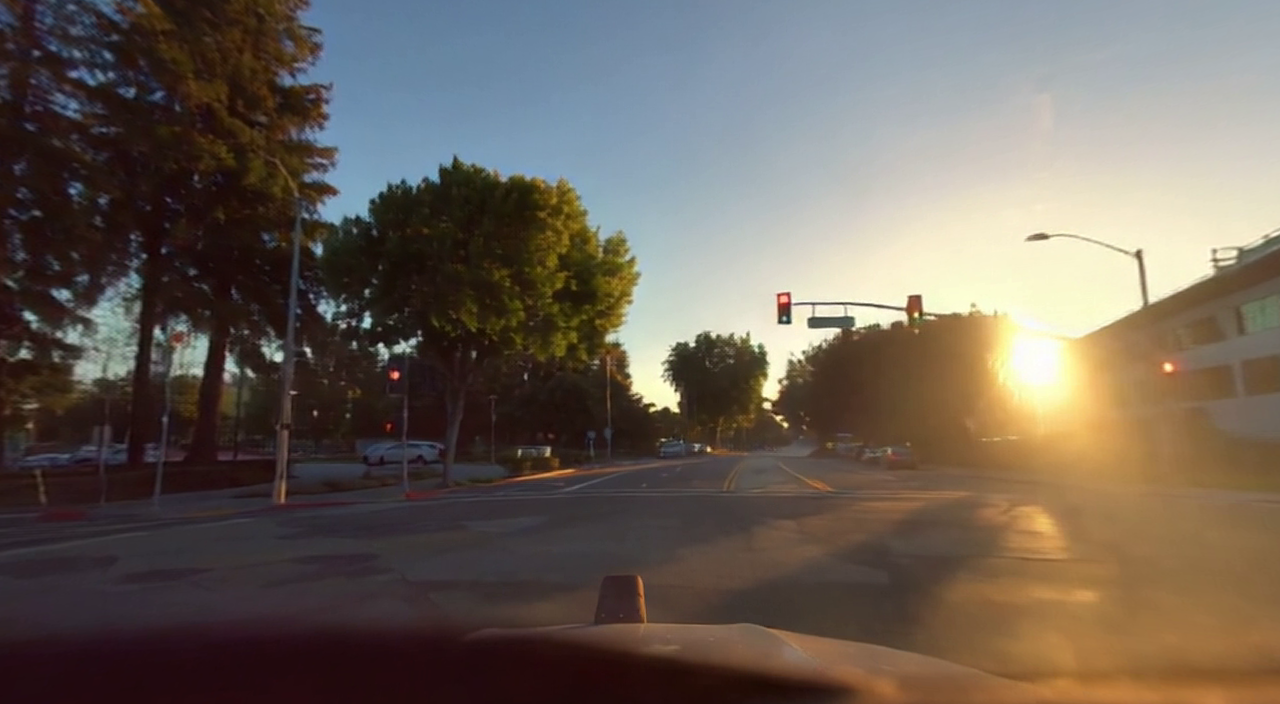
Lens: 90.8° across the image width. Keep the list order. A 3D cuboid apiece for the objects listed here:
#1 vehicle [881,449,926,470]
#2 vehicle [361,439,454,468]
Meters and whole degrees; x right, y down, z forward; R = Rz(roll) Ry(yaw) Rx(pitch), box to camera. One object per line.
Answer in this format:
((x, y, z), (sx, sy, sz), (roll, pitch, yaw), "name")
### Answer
((19.659, 8.003, 47.262), (1.893, 1.454, 4.483), (-2, -9, 7), "vehicle")
((-13.653, 5.984, 37.244), (4.765, 1.593, 1.891), (-1, -9, 5), "vehicle")
